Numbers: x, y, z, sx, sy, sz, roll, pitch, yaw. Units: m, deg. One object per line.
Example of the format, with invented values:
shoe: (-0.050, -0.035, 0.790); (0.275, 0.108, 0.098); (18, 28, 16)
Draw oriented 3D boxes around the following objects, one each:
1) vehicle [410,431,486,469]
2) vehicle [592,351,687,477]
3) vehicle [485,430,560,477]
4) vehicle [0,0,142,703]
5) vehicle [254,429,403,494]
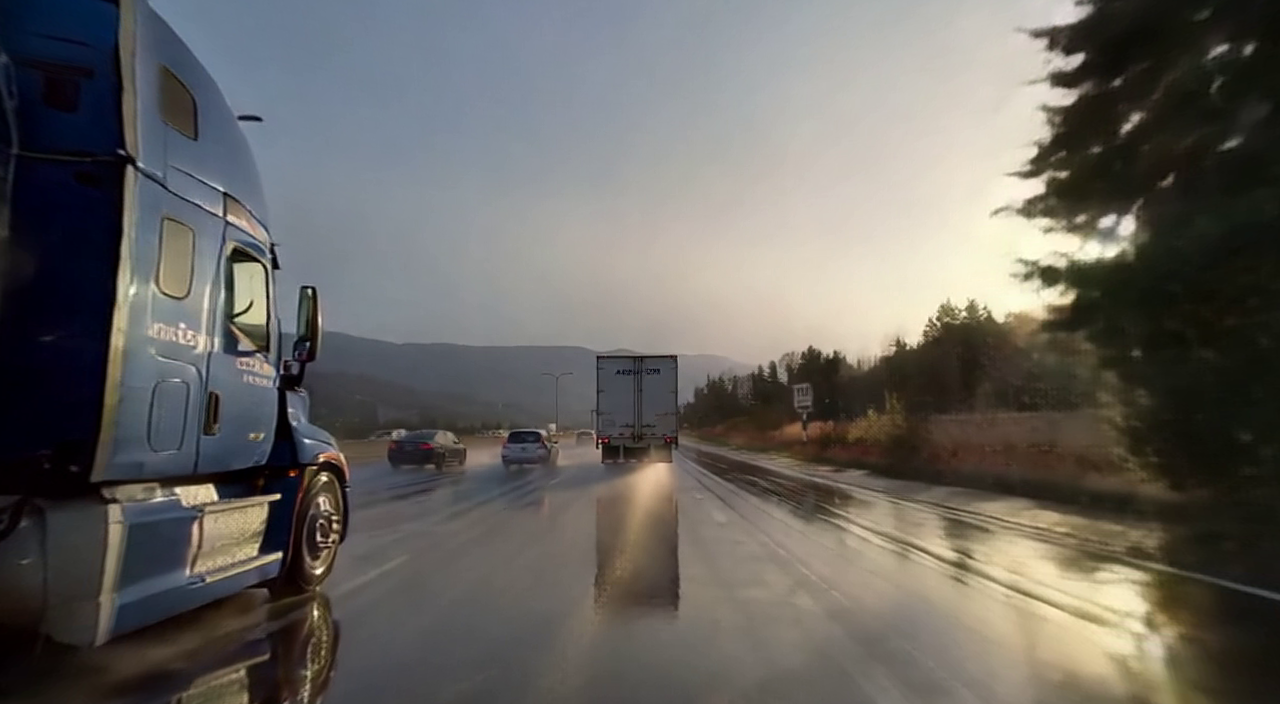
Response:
vehicle: (-8.492, 4.355, 28.249); (1.976, 1.510, 4.604); (0, -8, 0)
vehicle: (-0.199, 2.727, 26.063); (3.118, 4.106, 10.719); (0, -8, -2)
vehicle: (-4.030, 3.541, 22.220); (1.933, 1.492, 3.838); (0, -8, -1)
vehicle: (-4.381, -0.510, 0.522); (3.007, 4.031, 6.044); (0, -7, -3)
vehicle: (-8.090, 2.837, 16.815); (1.943, 1.500, 4.011); (0, -8, -1)
